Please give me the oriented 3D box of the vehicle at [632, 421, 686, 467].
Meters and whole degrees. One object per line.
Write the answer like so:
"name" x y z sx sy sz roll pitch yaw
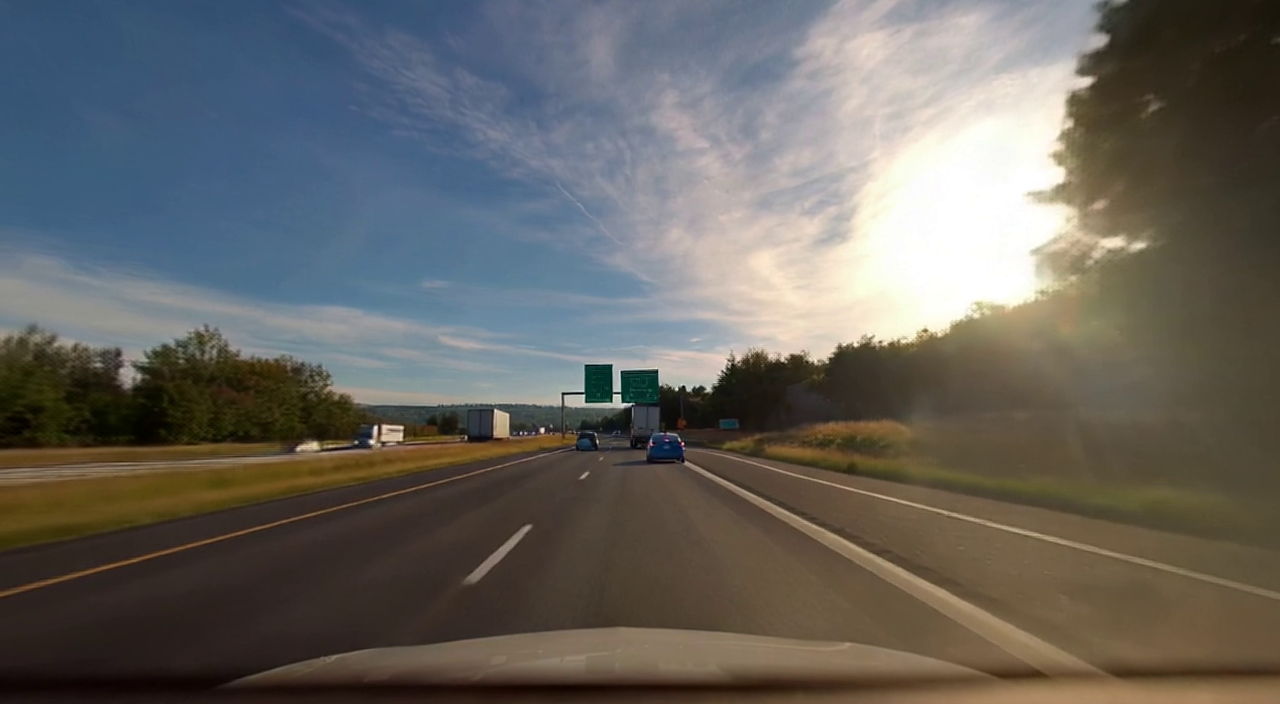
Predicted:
"vehicle" 0.770 4.122 28.432 2.076 1.914 4.287 0 -8 -3
